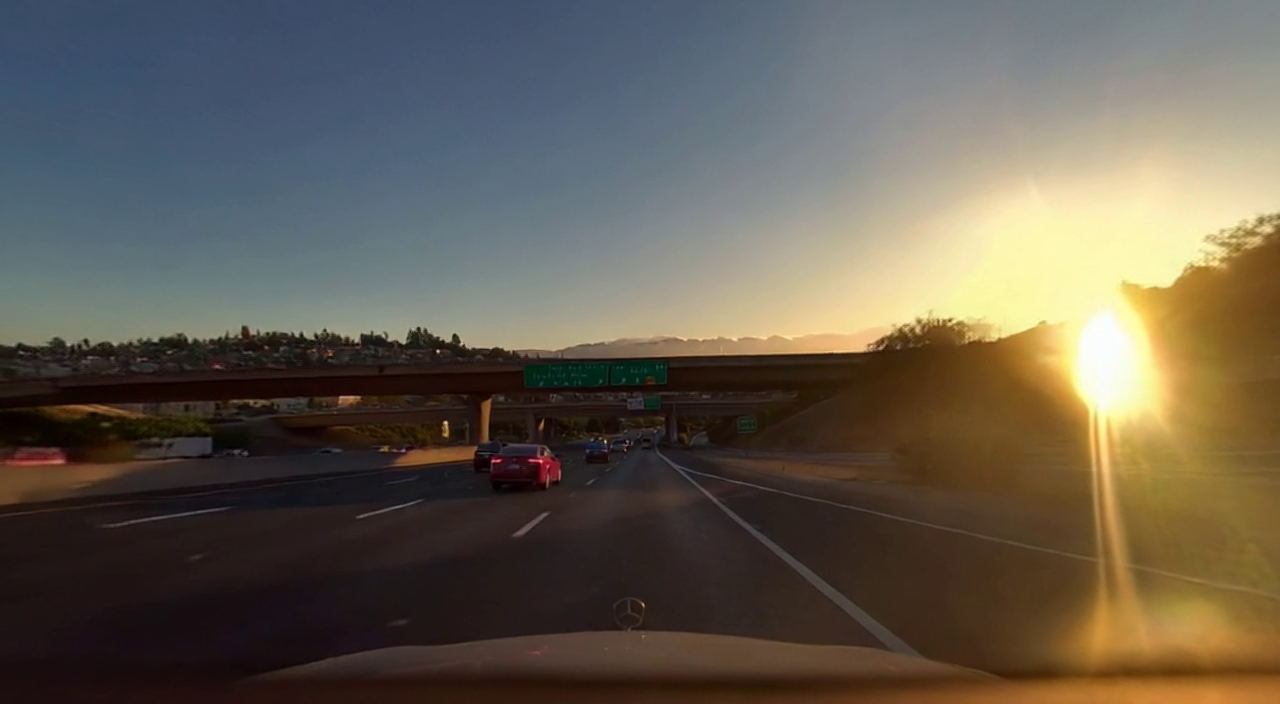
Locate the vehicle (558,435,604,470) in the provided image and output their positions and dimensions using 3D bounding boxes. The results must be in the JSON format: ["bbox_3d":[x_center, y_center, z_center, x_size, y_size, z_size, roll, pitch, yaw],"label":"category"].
[{"bbox_3d":[-3.215,5.589,35.300,2.080,1.811,4.644,0,-9,1],"label":"vehicle"}]

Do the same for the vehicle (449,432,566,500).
[{"bbox_3d":[-3.498,3.119,17.654,2.210,1.628,4.586,0,-9,1],"label":"vehicle"}]

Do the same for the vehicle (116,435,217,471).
[{"bbox_3d":[-24.640,5.272,33.065,1.839,1.700,4.364,-1,-8,1],"label":"vehicle"}]
